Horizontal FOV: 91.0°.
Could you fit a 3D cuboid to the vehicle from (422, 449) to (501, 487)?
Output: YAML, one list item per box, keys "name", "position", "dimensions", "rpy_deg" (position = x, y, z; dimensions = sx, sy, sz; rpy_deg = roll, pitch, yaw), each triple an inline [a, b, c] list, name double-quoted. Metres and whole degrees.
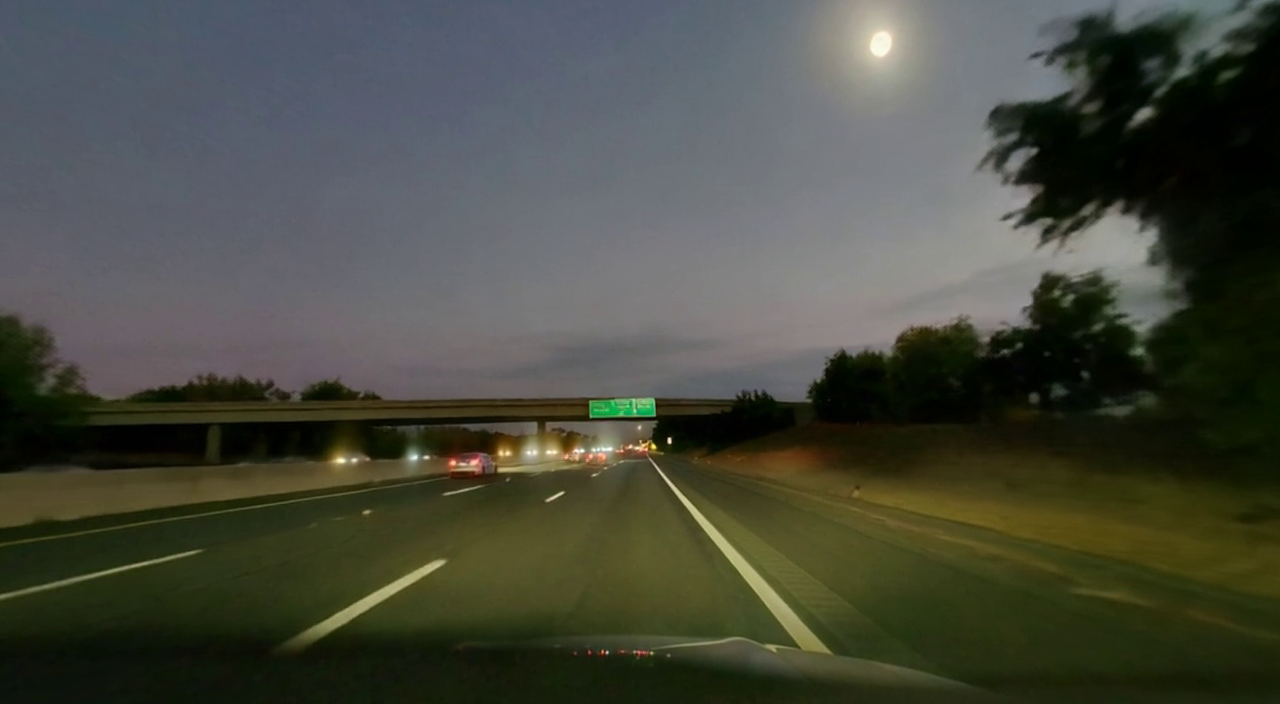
- name: "vehicle"
  position: [-7.537, 4.926, 27.120]
  dimensions: [2.002, 1.507, 4.631]
  rpy_deg: [0, -9, 1]

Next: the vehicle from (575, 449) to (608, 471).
- name: "vehicle"
  position: [-3.580, 8.064, 47.152]
  dimensions: [2.102, 1.571, 4.666]
  rpy_deg: [0, -9, 0]
